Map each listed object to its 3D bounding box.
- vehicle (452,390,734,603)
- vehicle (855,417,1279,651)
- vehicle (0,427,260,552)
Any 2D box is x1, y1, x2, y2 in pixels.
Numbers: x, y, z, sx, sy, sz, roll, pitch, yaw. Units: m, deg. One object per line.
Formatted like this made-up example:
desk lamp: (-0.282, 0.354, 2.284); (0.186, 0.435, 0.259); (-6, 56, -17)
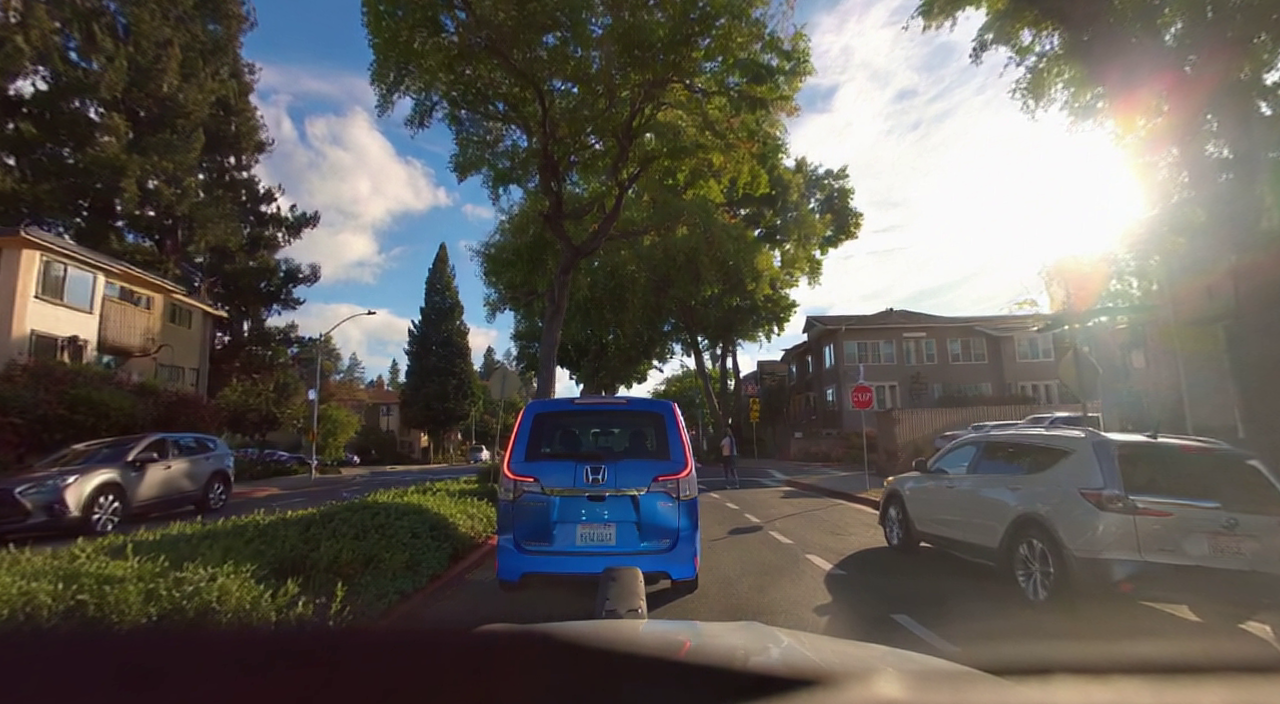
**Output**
vehicle: (-0.406, 1.563, 7.728); (2.377, 1.787, 4.652); (0, -8, 0)
vehicle: (4.220, 1.680, 6.906); (1.959, 1.581, 4.731); (4, -9, -2)
vehicle: (-8.291, 2.020, 10.054); (1.825, 1.532, 4.083); (-3, -7, 2)
